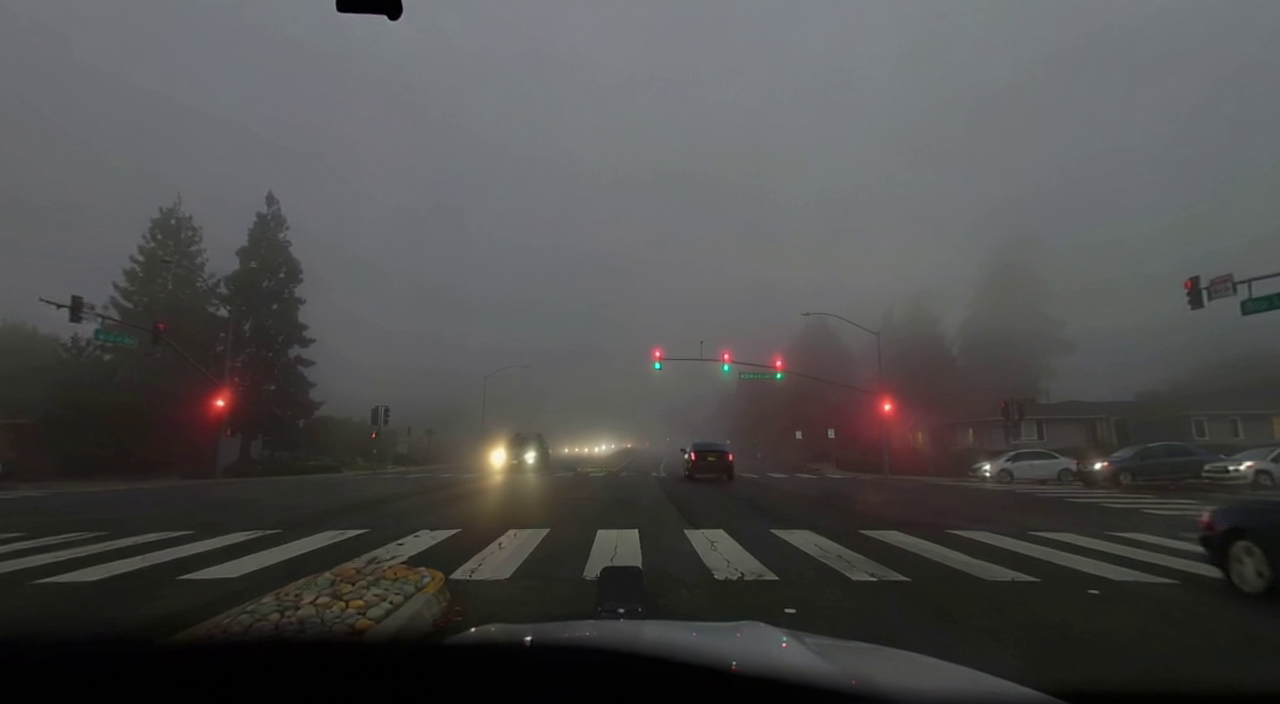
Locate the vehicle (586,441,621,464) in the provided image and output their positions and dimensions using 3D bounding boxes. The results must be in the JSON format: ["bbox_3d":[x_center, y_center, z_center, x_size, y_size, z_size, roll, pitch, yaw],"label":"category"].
[{"bbox_3d":[-2.400,6.713,42.282,2.045,1.484,3.991,0,-9,0],"label":"vehicle"}]

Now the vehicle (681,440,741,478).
[{"bbox_3d":[2.940,4.511,26.993,1.947,1.467,4.455,0,-9,-1],"label":"vehicle"}]

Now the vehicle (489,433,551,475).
[{"bbox_3d":[-5.284,4.564,28.452,2.025,1.704,4.104,0,-9,-1],"label":"vehicle"}]

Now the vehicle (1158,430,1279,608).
[{"bbox_3d":[6.325,1.275,4.387,1.961,1.494,4.438,-1,-9,5],"label":"vehicle"}]

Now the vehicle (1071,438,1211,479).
[{"bbox_3d":[23.496,4.990,29.745,4.807,1.835,2.033,0,-9,-1],"label":"vehicle"}]

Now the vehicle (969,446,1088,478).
[{"bbox_3d":[19.732,5.607,32.240,4.874,1.544,1.779,0,-9,1],"label":"vehicle"}]
